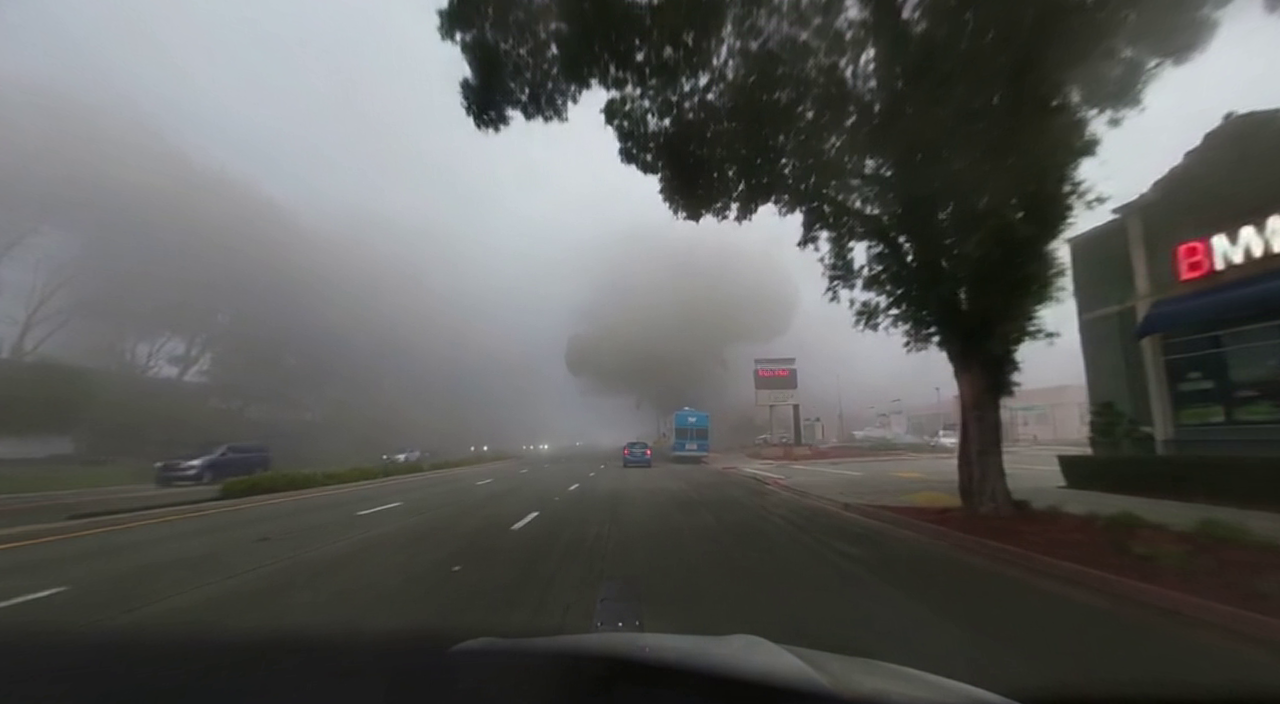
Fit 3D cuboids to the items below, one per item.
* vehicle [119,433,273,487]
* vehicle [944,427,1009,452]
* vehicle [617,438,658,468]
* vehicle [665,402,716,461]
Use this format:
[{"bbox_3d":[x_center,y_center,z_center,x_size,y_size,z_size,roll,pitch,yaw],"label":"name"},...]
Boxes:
[{"bbox_3d":[-15.233,3.720,22.093,2.041,1.685,4.571,0,-9,0],"label":"vehicle"},{"bbox_3d":[24.611,6.339,46.133,4.430,1.659,1.905,3,-8,-28],"label":"vehicle"},{"bbox_3d":[-0.184,5.544,34.729,2.103,1.506,4.742,0,-9,-2],"label":"vehicle"},{"bbox_3d":[3.542,5.929,46.425,2.896,3.921,8.415,0,-9,-1],"label":"vehicle"}]
